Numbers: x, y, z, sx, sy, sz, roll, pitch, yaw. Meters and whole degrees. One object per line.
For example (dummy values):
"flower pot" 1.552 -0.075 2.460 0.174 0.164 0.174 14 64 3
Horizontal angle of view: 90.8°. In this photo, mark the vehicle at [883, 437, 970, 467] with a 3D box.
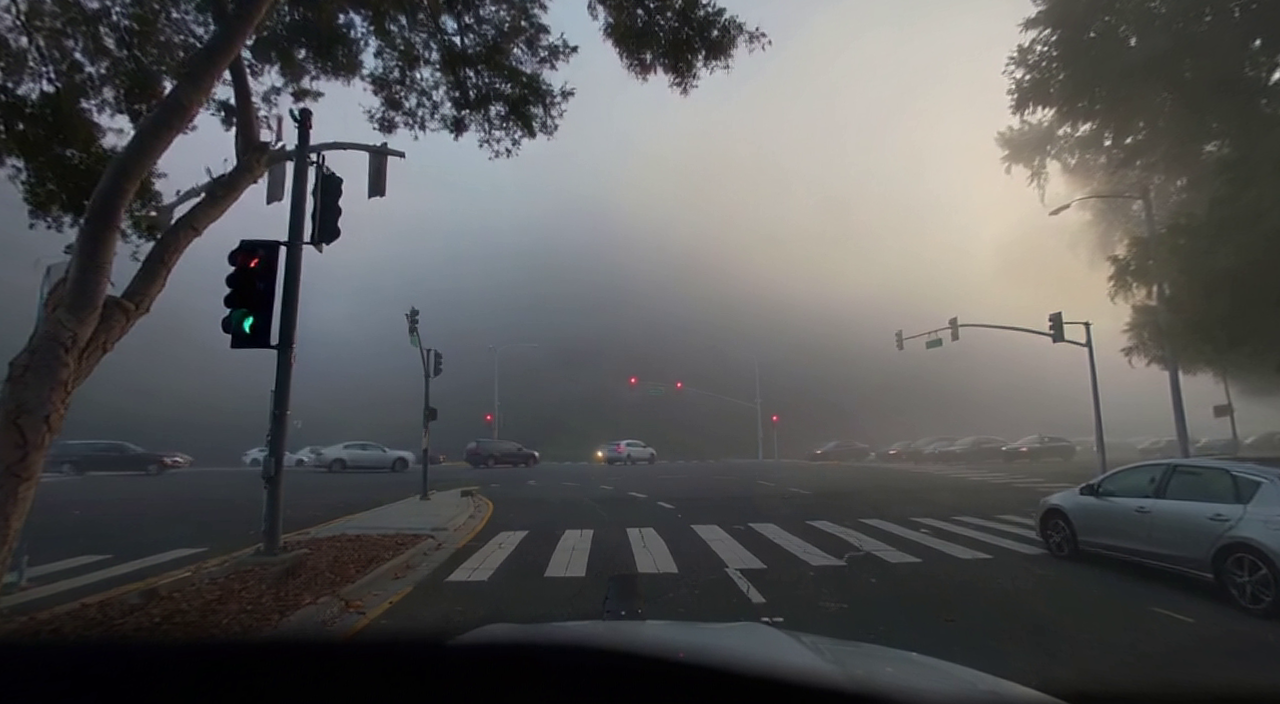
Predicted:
"vehicle" 15.166 5.314 33.748 1.962 1.468 4.516 2 -9 -11

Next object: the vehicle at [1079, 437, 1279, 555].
"vehicle" 9.273 2.131 9.534 1.993 1.505 4.721 4 -9 0

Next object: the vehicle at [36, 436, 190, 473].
"vehicle" -22.489 4.389 27.200 4.580 1.472 1.891 3 -9 -18

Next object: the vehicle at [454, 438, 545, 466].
"vehicle" -8.115 5.817 36.924 1.922 1.485 4.912 -8 -12 43

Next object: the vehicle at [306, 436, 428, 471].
"vehicle" -12.288 4.578 28.558 4.849 1.476 1.935 4 -9 -26

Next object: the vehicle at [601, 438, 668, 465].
"vehicle" -0.271 6.149 39.120 1.896 1.544 4.331 -6 -11 37
